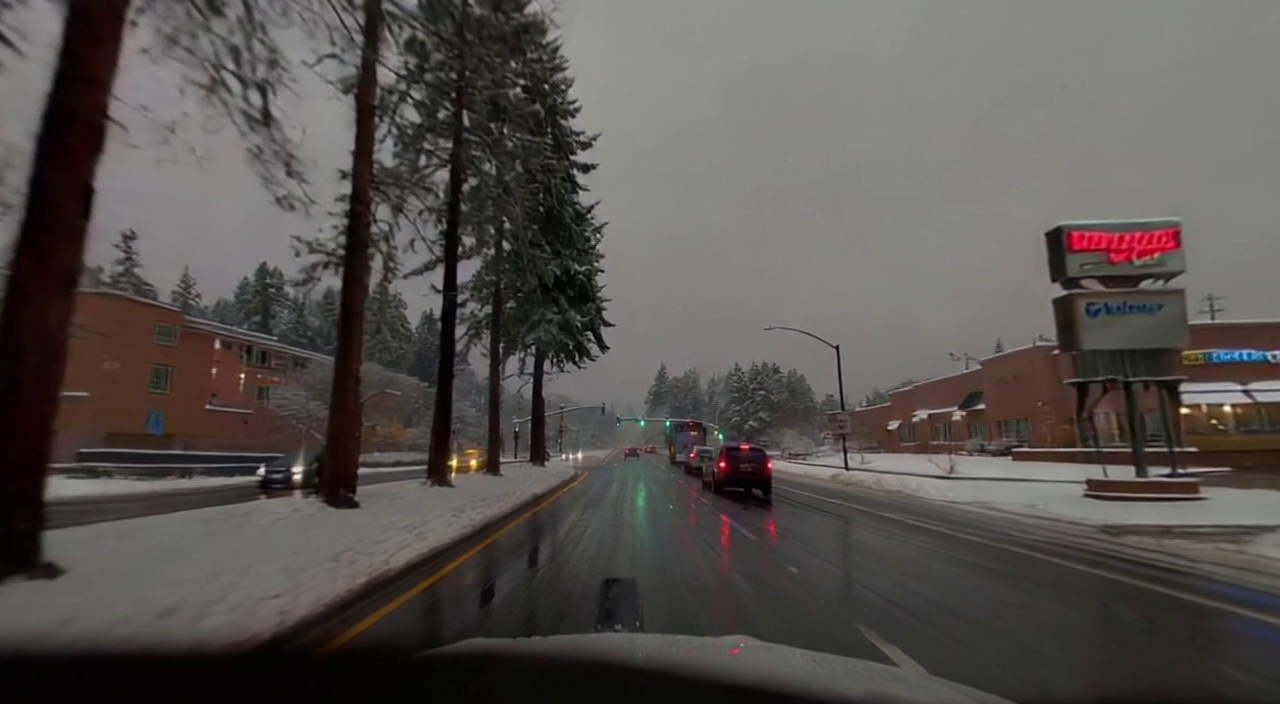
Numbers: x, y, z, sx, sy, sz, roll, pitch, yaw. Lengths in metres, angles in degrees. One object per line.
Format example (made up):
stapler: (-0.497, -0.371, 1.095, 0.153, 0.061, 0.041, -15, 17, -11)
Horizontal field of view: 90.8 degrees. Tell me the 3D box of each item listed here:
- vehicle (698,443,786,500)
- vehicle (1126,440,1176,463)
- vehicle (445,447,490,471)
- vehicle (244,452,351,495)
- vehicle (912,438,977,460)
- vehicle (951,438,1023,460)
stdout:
vehicle: (3.143, 3.754, 20.299, 2.041, 1.531, 4.236, 1, -8, -1)
vehicle: (40.226, 7.833, 49.795, 2.355, 1.684, 4.061, -4, -9, 30)
vehicle: (-13.298, 8.256, 49.016, 1.987, 1.579, 4.739, -3, -8, 2)
vehicle: (-14.284, 5.038, 26.664, 1.988, 1.527, 4.359, 0, -8, 2)
vehicle: (19.358, 6.161, 40.267, 3.361, 1.321, 1.571, 2, -8, -7)
vehicle: (19.277, 5.394, 35.157, 3.242, 1.165, 1.363, 1, -7, -5)
